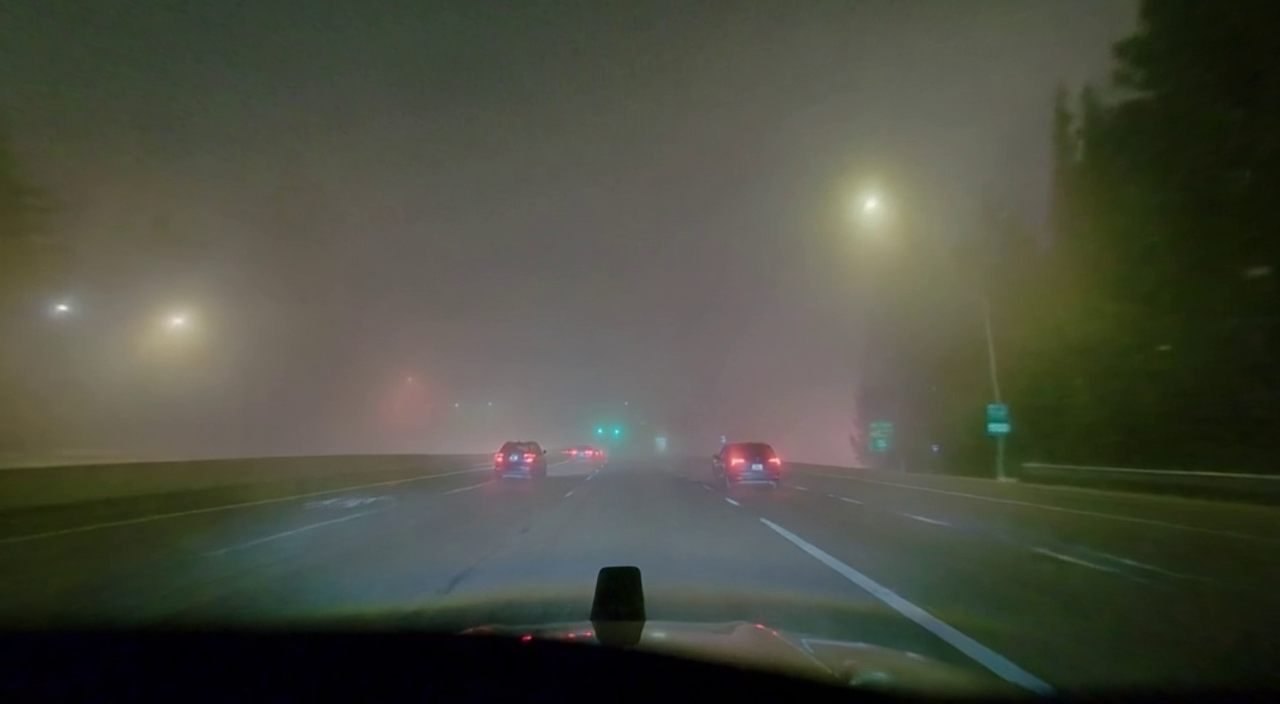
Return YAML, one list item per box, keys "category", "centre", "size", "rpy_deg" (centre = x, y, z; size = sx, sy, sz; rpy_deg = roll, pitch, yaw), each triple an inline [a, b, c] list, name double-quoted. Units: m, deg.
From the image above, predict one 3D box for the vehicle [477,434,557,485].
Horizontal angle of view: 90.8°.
- category: "vehicle"
  centre: [-4.678, 4.149, 24.791]
  size: [2.176, 1.779, 4.755]
  rpy_deg: [0, -8, 0]

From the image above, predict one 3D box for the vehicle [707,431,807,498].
- category: "vehicle"
  centre: [3.215, 3.178, 18.312]
  size: [1.997, 1.686, 4.247]
  rpy_deg: [0, -8, -1]
